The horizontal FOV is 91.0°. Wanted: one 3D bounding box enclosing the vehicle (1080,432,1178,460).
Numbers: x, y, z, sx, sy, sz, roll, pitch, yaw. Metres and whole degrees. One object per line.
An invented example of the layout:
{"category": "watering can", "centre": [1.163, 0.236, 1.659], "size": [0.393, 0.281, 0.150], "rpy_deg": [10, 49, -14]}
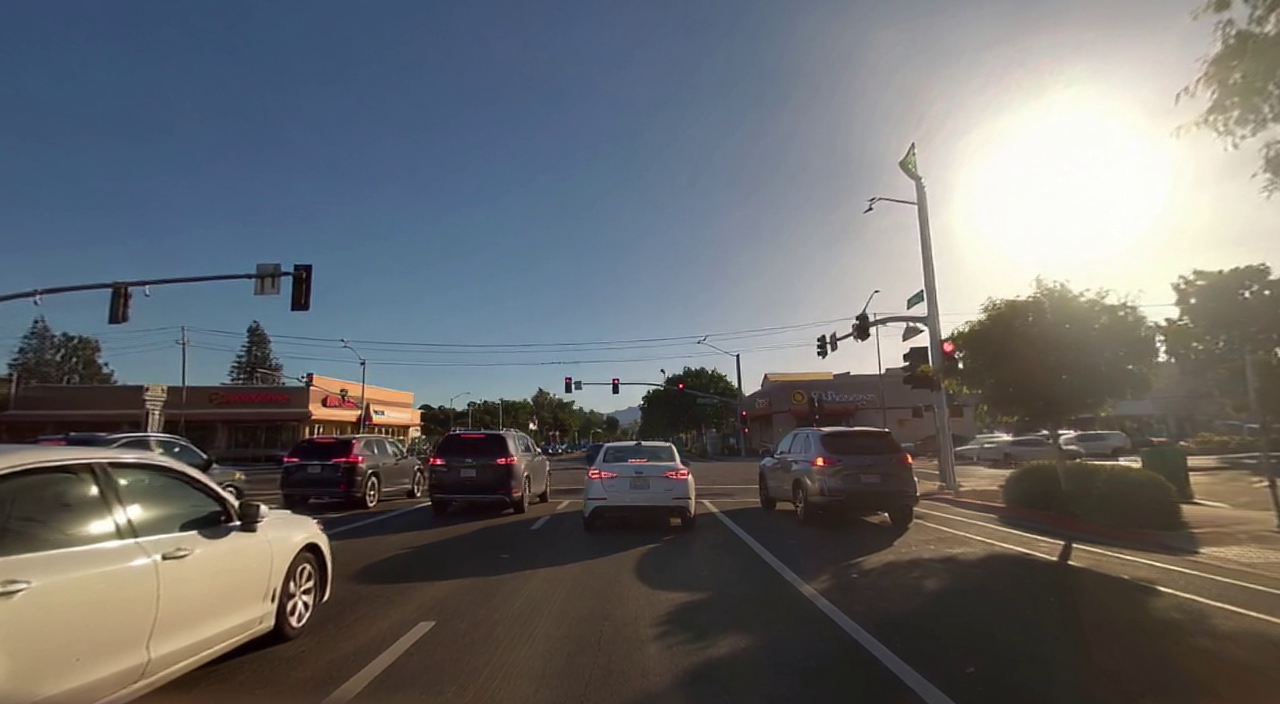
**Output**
{"category": "vehicle", "centre": [30.553, 5.899, 39.441], "size": [4.432, 1.680, 1.932], "rpy_deg": [0, -9, 2]}

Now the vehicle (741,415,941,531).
{"category": "vehicle", "centre": [3.305, 2.113, 11.485], "size": [2.076, 1.691, 4.402], "rpy_deg": [0, -9, -1]}

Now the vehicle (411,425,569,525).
{"category": "vehicle", "centre": [-2.826, 2.436, 12.939], "size": [2.072, 1.694, 4.070], "rpy_deg": [-1, -9, 2]}

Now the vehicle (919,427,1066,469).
{"category": "vehicle", "centre": [17.471, 4.808, 31.561], "size": [5.829, 1.977, 2.379], "rpy_deg": [-2, -9, 10]}

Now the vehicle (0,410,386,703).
{"category": "vehicle", "centre": [-3.329, 1.135, 3.425], "size": [2.014, 1.472, 4.357], "rpy_deg": [0, -9, 1]}

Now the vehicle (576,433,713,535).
{"category": "vehicle", "centre": [0.108, 2.274, 11.394], "size": [2.032, 1.499, 3.994], "rpy_deg": [0, -9, 1]}
